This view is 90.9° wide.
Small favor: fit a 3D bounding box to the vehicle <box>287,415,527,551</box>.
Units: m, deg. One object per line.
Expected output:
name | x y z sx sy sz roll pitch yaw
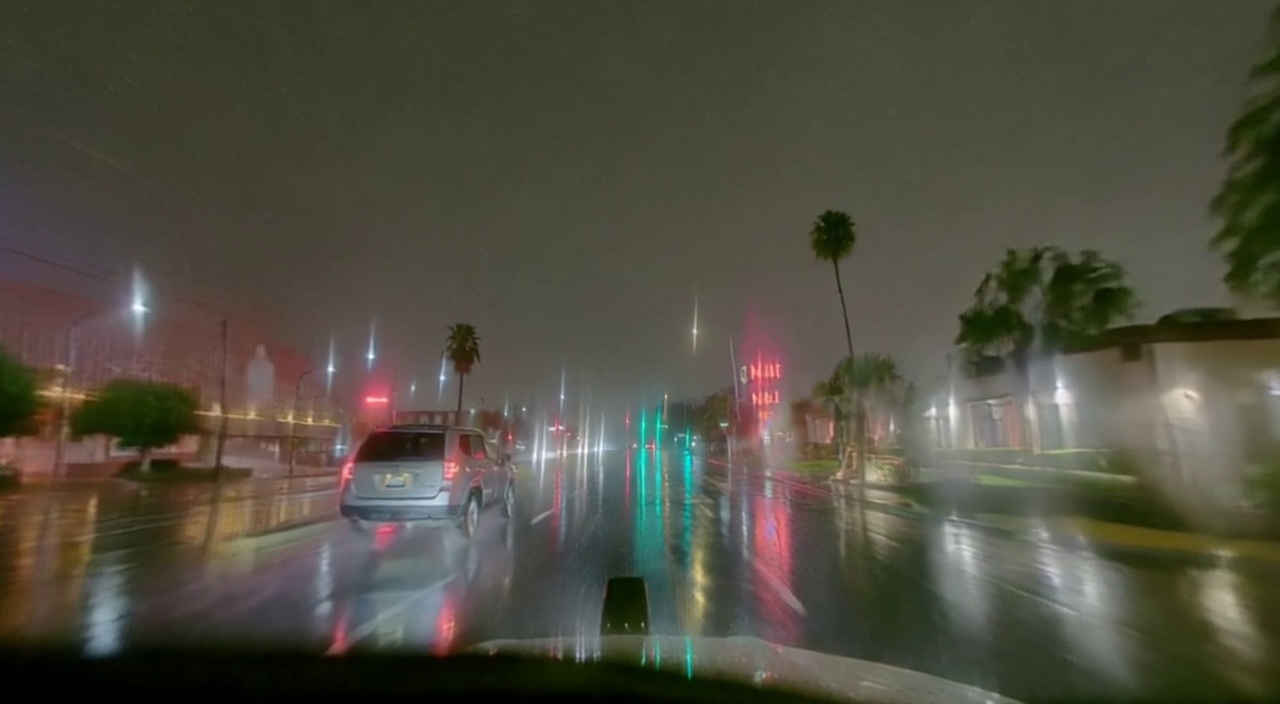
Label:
vehicle | -3.377 1.992 10.354 2.062 1.693 4.669 0 -8 1
